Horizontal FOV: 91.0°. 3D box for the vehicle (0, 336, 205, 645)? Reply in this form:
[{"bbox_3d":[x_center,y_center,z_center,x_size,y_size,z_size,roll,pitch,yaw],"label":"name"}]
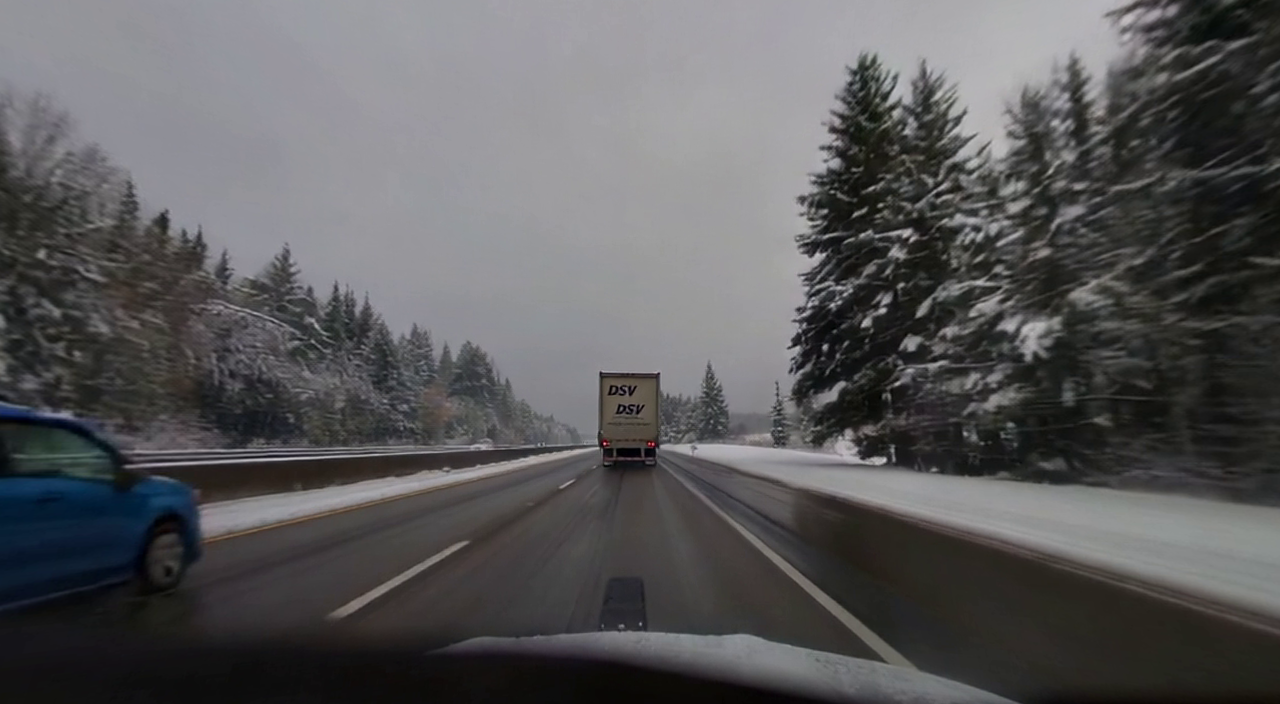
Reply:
[{"bbox_3d":[-4.777,0.714,3.023,2.086,1.778,4.544,0,-8,0],"label":"vehicle"}]

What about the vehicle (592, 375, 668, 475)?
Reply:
[{"bbox_3d":[-0.542,3.620,30.083,2.969,3.957,10.270,0,-8,-2],"label":"vehicle"}]
